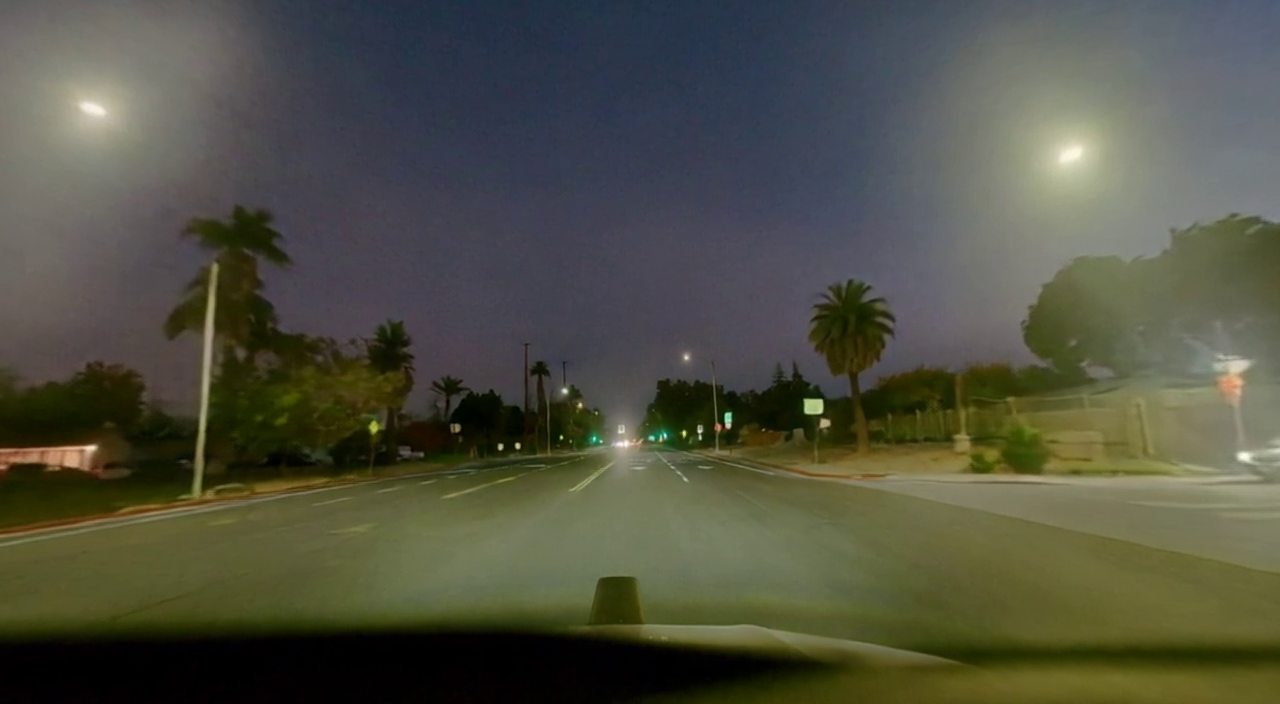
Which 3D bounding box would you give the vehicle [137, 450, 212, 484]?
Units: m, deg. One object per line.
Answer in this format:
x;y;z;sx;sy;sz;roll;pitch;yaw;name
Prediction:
-26.573;6.559;36.027;4.270;1.690;1.978;-7;-8;32;vehicle

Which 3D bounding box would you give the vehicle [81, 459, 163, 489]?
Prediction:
-31.633;7.388;38.563;4.716;1.652;1.917;-4;-10;25;vehicle

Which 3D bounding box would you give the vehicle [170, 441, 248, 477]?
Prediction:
-26.674;6.558;39.075;4.793;2.087;1.929;-5;-9;30;vehicle
